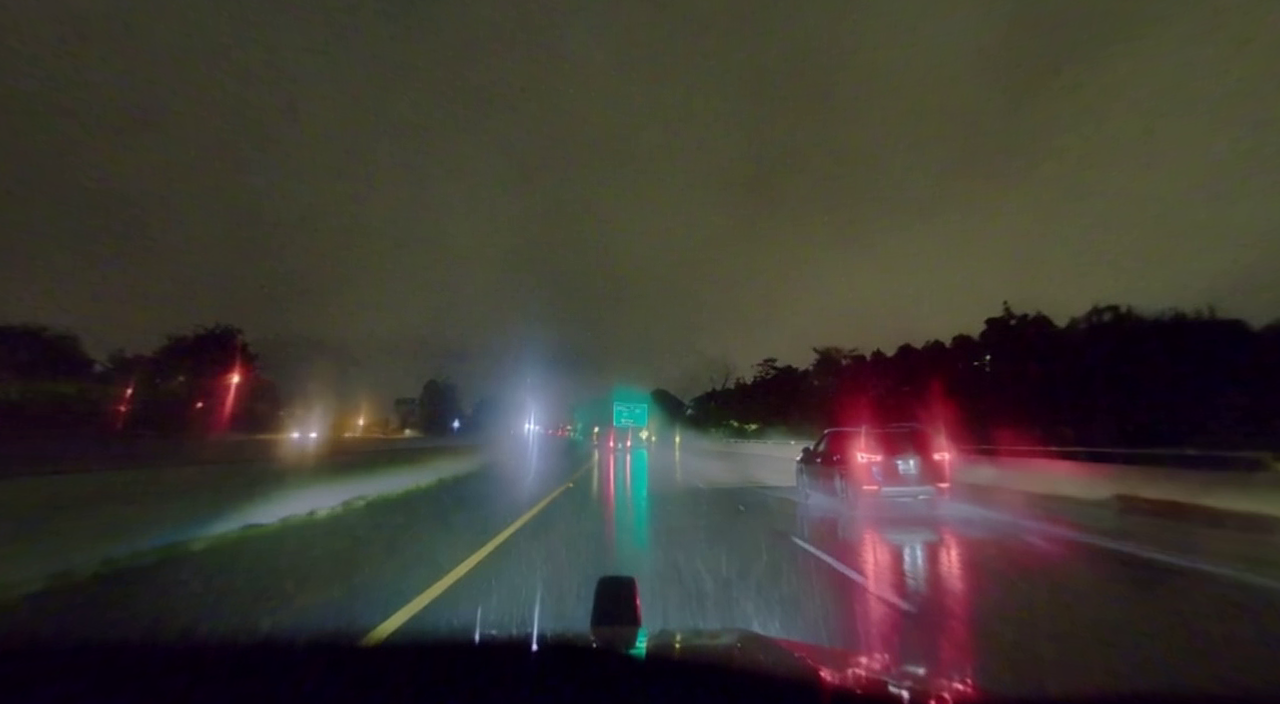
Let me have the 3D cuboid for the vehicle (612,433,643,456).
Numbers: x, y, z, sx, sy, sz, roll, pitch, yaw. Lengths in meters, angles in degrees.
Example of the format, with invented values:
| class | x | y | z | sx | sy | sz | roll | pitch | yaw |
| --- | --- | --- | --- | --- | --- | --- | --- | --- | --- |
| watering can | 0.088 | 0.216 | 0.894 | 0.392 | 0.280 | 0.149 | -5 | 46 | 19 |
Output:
| class | x | y | z | sx | sy | sz | roll | pitch | yaw |
| --- | --- | --- | --- | --- | --- | --- | --- | --- | --- |
| vehicle | -0.926 | 6.315 | 42.919 | 1.998 | 1.512 | 3.735 | 1 | -8 | -3 |

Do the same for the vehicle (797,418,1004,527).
| class | x | y | z | sx | sy | sz | roll | pitch | yaw |
| --- | --- | --- | --- | --- | --- | --- | --- | --- | --- |
| vehicle | 4.144 | 1.946 | 10.734 | 1.852 | 1.513 | 3.652 | 0 | -8 | -2 |
